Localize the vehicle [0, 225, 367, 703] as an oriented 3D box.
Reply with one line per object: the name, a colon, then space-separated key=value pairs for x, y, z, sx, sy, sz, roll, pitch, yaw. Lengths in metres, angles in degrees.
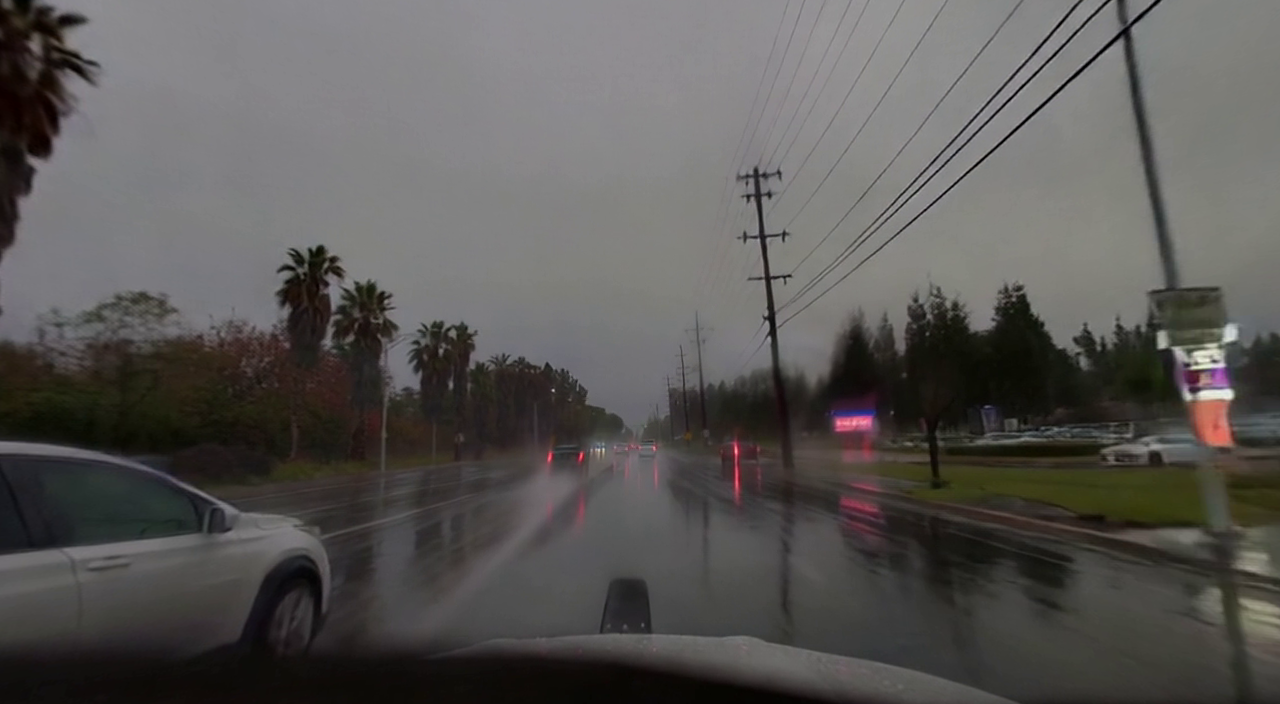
vehicle: x=-3.076 y=0.539 z=1.279 sx=2.381 sy=1.961 sz=5.563 roll=0 pitch=-9 yaw=2

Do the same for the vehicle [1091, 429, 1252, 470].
vehicle: x=20.943 y=3.857 z=25.013 sx=4.392 sy=1.535 sz=2.131 roll=0 pitch=-9 yaw=1

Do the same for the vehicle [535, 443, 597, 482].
vehicle: x=-2.910 y=4.457 z=25.704 sx=1.982 sy=1.451 sz=4.152 roll=0 pitch=-9 yaw=1

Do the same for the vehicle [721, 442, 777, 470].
vehicle: x=6.408 y=6.009 z=36.629 sx=2.062 sy=1.541 sz=4.420 roll=-4 pitch=-9 yaw=26

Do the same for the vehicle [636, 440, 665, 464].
vehicle: x=0.775 y=7.675 z=48.559 sx=2.155 sy=1.781 sz=3.977 roll=0 pitch=-9 yaw=1
